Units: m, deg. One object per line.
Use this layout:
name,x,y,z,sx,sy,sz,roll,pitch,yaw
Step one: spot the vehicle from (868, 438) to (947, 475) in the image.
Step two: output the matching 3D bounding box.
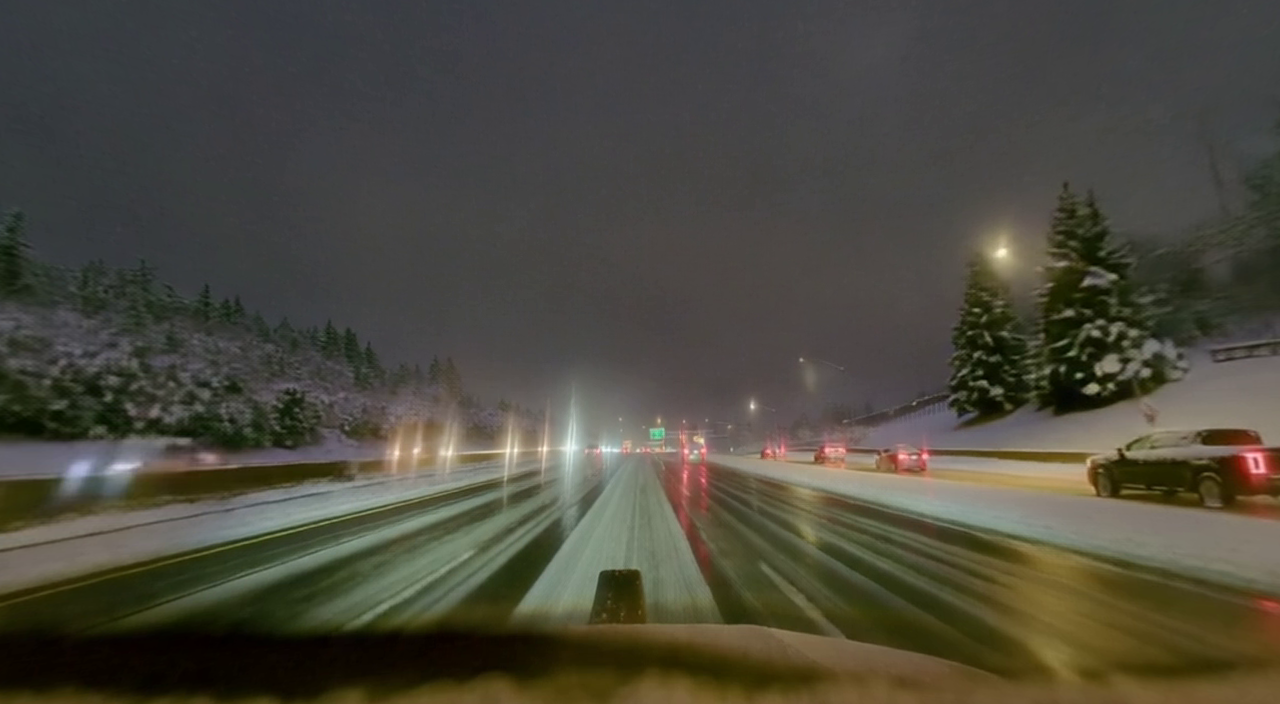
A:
vehicle,13.794,5.418,32.826,2.116,1.754,4.727,0,-9,1

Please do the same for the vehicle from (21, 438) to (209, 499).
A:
vehicle,-17.429,3.873,21.346,2.083,1.785,4.877,0,-9,0

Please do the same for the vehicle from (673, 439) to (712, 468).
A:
vehicle,3.403,6.666,41.505,2.147,1.794,4.538,0,-9,0

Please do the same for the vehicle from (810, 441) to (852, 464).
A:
vehicle,14.766,7.780,48.917,2.020,1.707,4.424,0,-9,1

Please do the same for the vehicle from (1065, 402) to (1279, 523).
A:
vehicle,12.863,2.416,14.045,2.442,2.140,6.462,0,-9,3
